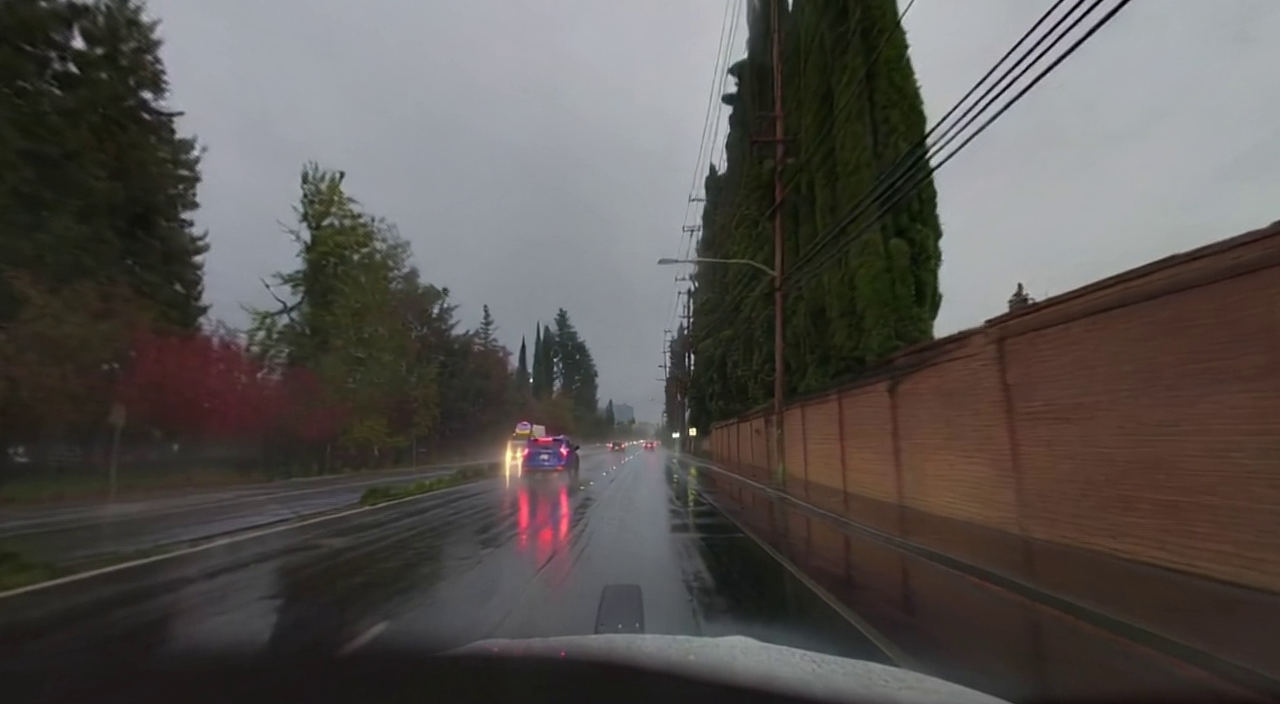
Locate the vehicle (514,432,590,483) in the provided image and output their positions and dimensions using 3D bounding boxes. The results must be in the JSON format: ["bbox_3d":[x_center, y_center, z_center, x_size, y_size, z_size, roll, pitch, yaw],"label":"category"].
[{"bbox_3d":[-3.233,4.000,24.109,2.147,1.730,4.555,0,-8,1],"label":"vehicle"}]
